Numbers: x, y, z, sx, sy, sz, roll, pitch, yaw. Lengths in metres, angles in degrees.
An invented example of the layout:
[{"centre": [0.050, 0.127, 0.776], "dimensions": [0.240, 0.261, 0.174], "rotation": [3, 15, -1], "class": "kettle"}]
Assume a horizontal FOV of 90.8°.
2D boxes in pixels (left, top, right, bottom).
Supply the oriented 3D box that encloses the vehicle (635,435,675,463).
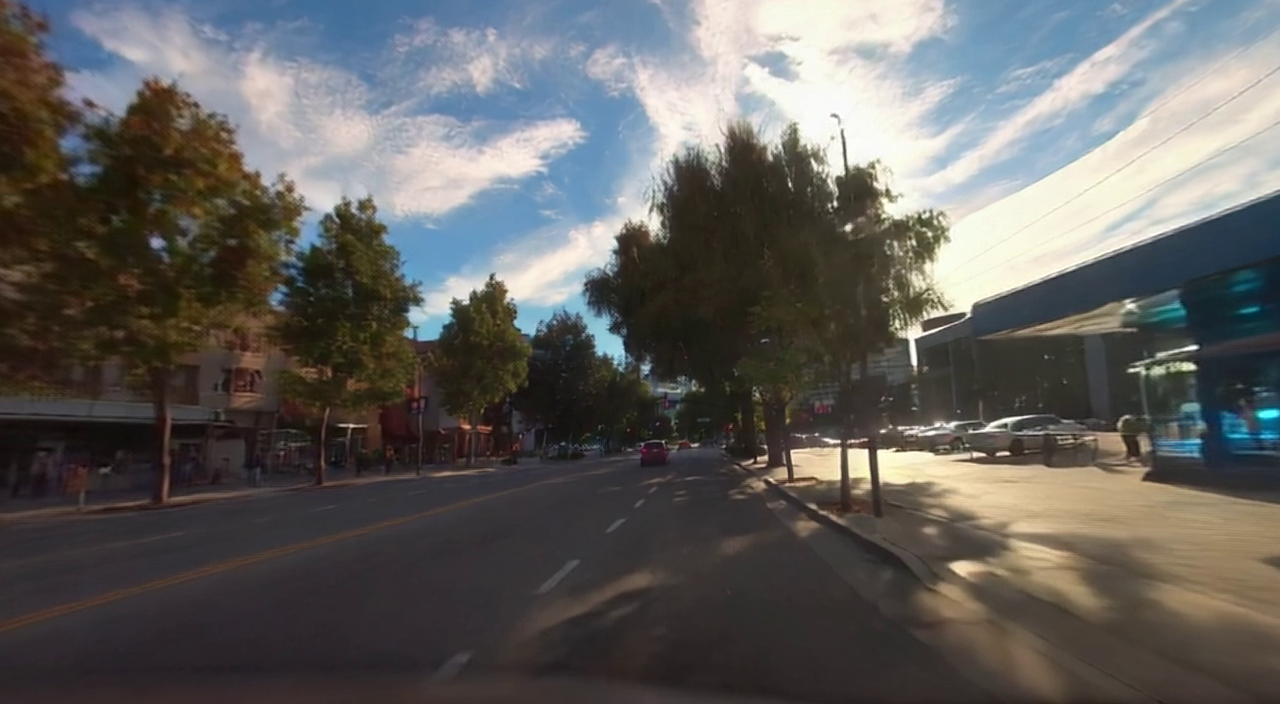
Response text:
[{"centre": [1.040, 6.385, 41.707], "dimensions": [2.101, 1.721, 4.364], "rotation": [-2, -8, 8], "class": "vehicle"}]
